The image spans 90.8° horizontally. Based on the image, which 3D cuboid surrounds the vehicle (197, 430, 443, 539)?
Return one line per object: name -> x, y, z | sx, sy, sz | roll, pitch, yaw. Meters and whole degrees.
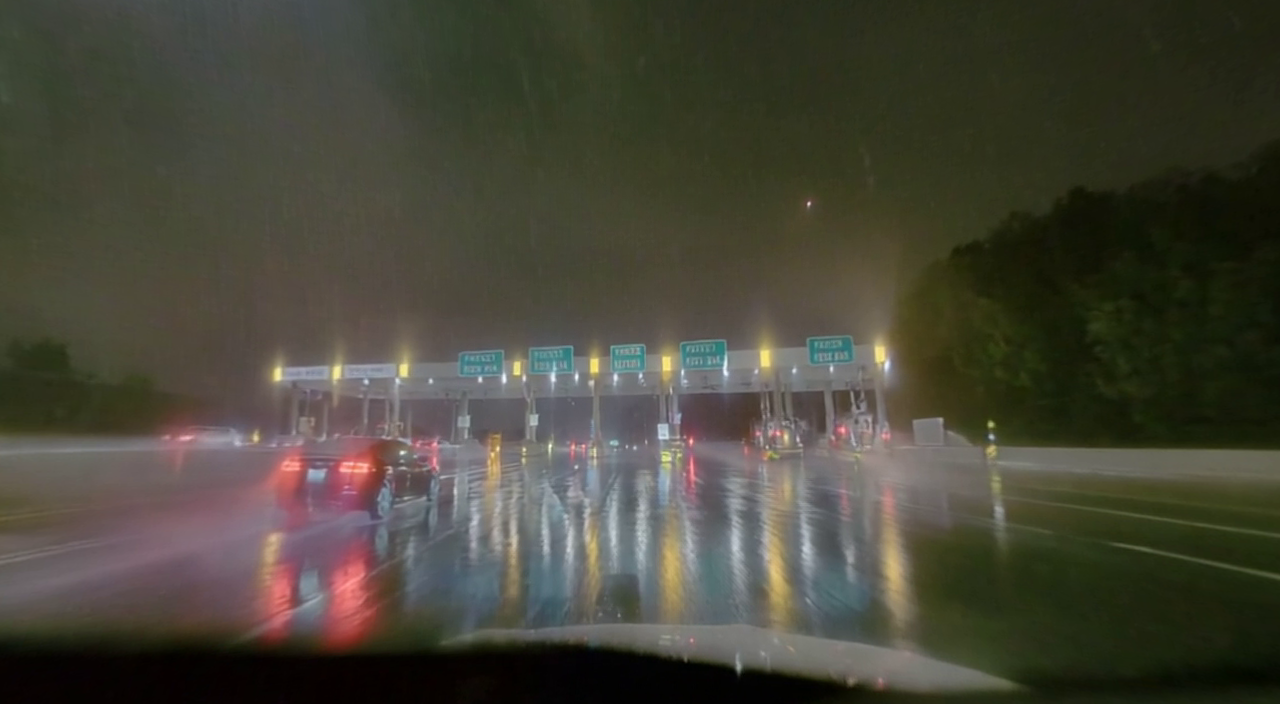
vehicle -> -5.047, 2.124, 10.831 | 1.981, 1.465, 4.334 | 0, -8, -1
